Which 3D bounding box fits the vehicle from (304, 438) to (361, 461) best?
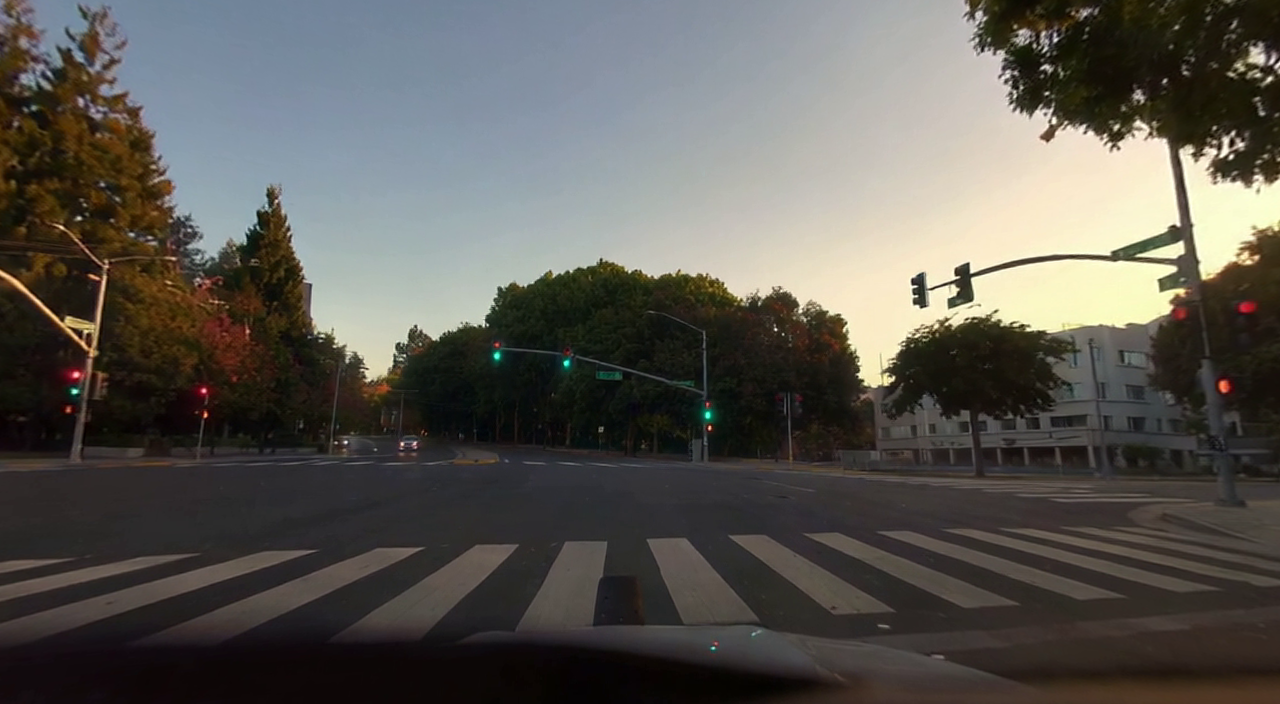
[{"bbox_3d":[-19.778,6.297,40.865,1.918,1.432,4.433,1,-9,-7],"label":"vehicle"}]
